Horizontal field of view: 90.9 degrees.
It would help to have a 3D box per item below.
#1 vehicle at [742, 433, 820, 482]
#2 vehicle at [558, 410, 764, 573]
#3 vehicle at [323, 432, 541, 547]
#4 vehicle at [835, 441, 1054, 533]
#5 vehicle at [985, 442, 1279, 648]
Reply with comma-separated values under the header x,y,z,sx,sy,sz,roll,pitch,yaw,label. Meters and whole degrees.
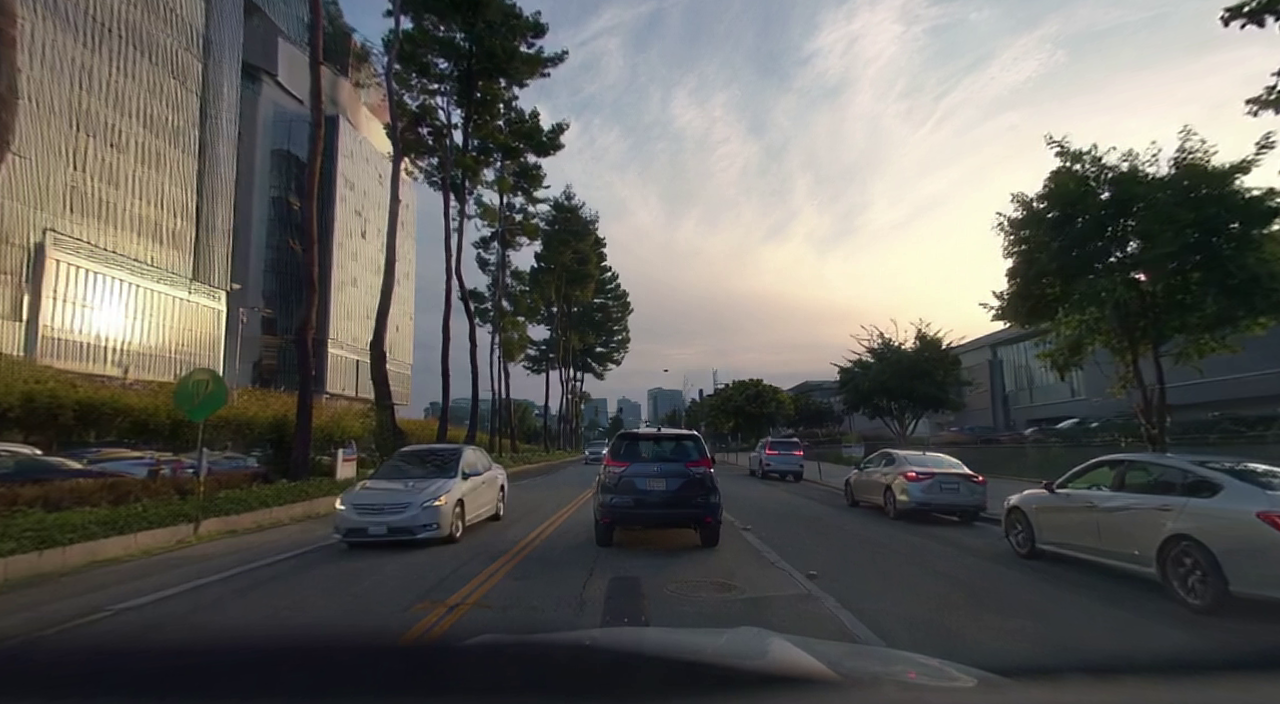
x,y,z,sx,sy,sz,roll,pitch,yaw,label
5.649,4.289,25.854,2.059,1.813,4.637,0,-9,-1,vehicle
0.221,1.727,8.488,2.105,1.653,3.887,0,-9,0,vehicle
-3.182,2.203,10.850,2.090,1.532,4.529,0,-9,2,vehicle
5.672,2.542,12.619,1.852,1.452,4.852,0,-9,-1,vehicle
5.544,1.623,6.076,1.809,1.478,4.623,0,-9,0,vehicle
